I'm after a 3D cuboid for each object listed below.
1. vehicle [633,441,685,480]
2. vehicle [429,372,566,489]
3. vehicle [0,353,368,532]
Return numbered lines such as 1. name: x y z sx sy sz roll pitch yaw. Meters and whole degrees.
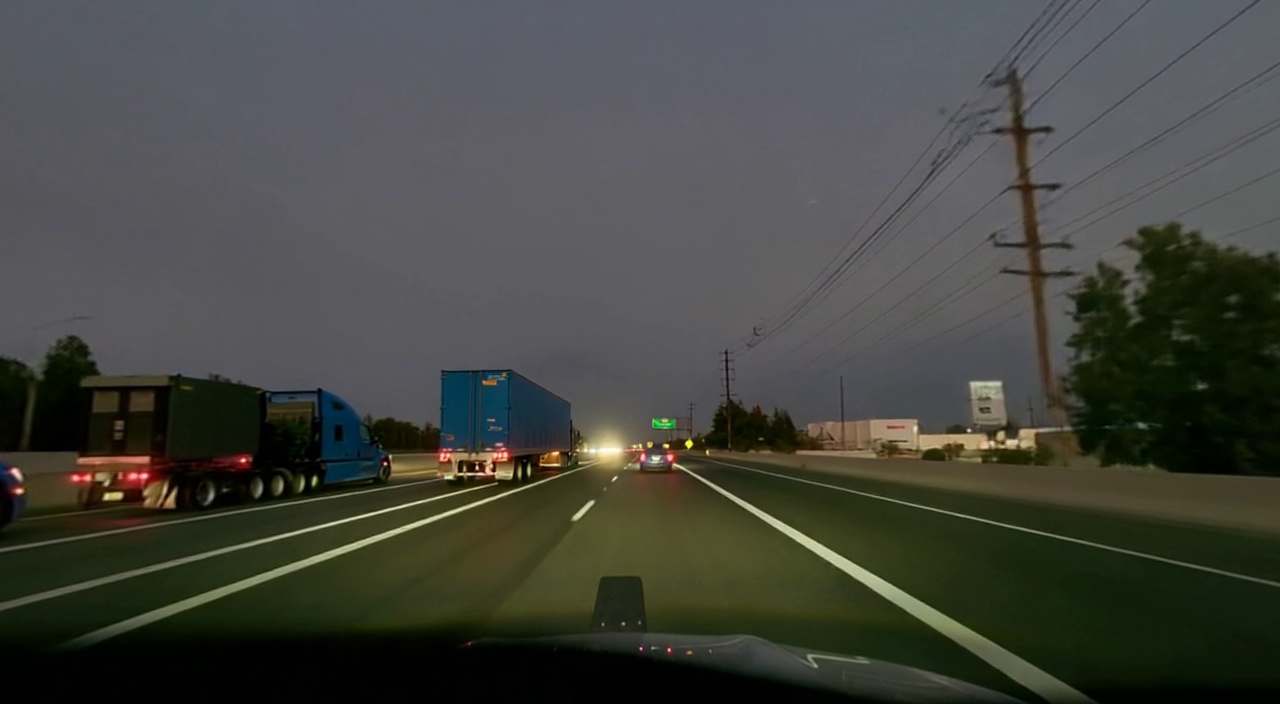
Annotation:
1. vehicle: 0.745 4.604 27.035 2.055 1.514 4.323 0 -8 0
2. vehicle: -5.861 3.861 29.774 2.907 4.081 15.311 0 -8 0
3. vehicle: -10.494 2.284 15.923 2.896 3.140 9.491 0 -8 1
